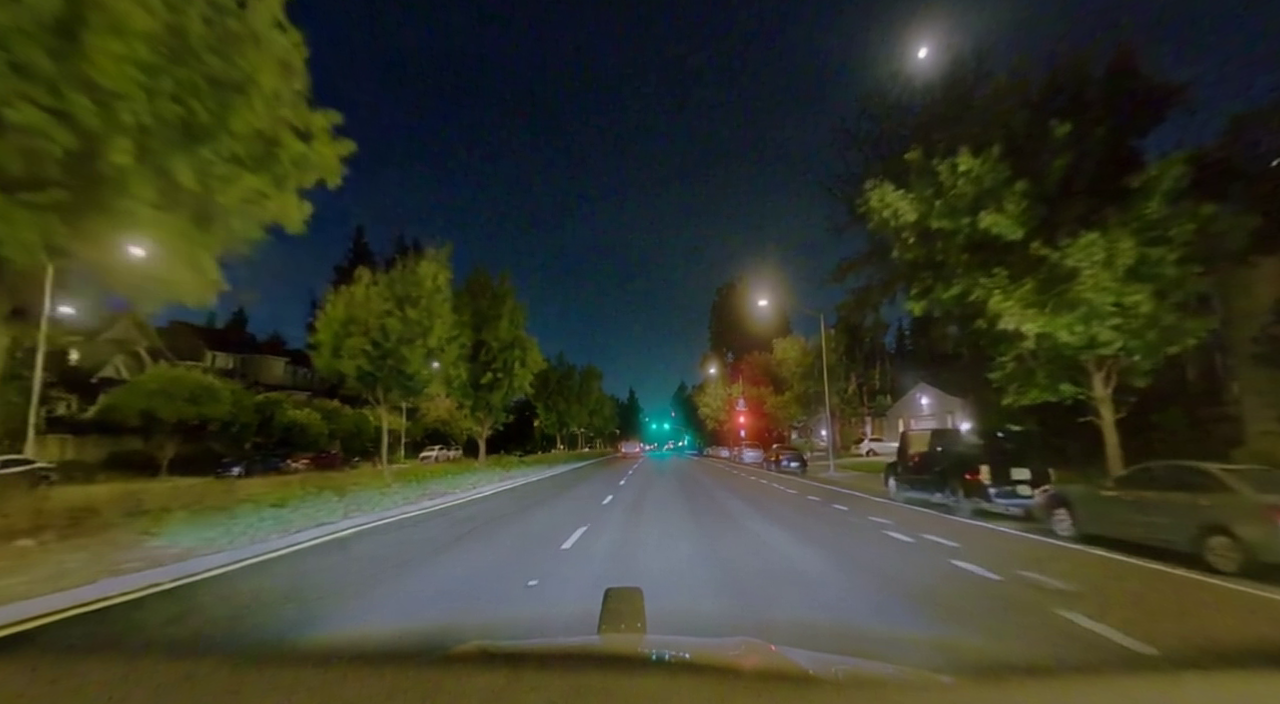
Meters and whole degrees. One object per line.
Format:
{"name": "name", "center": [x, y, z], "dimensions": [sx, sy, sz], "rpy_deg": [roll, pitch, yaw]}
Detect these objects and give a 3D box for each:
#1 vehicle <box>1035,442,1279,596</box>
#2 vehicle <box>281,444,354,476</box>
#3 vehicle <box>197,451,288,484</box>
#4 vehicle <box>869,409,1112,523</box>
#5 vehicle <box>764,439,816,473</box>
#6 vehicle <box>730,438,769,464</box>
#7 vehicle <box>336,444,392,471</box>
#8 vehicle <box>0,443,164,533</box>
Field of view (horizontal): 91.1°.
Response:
{"name": "vehicle", "center": [7.149, 1.820, 7.474], "dimensions": [1.853, 1.480, 4.666], "rpy_deg": [0, -8, 0]}
{"name": "vehicle", "center": [-20.275, 6.771, 39.694], "dimensions": [1.990, 1.844, 4.902], "rpy_deg": [0, -8, 0]}
{"name": "vehicle", "center": [-20.605, 5.982, 32.779], "dimensions": [1.910, 1.493, 4.190], "rpy_deg": [0, -8, 1]}
{"name": "vehicle", "center": [7.549, 2.519, 14.523], "dimensions": [2.306, 2.088, 5.571], "rpy_deg": [0, -8, -1]}
{"name": "vehicle", "center": [7.995, 5.547, 33.891], "dimensions": [1.910, 1.686, 4.399], "rpy_deg": [-1, -8, 3]}
{"name": "vehicle", "center": [8.075, 7.346, 46.726], "dimensions": [2.032, 1.844, 4.964], "rpy_deg": [0, -8, 0]}
{"name": "vehicle", "center": [-20.145, 7.691, 45.990], "dimensions": [1.901, 1.785, 4.676], "rpy_deg": [0, -8, 0]}
{"name": "vehicle", "center": [-11.585, 2.445, 11.682], "dimensions": [1.914, 1.472, 4.480], "rpy_deg": [0, -8, 0]}
